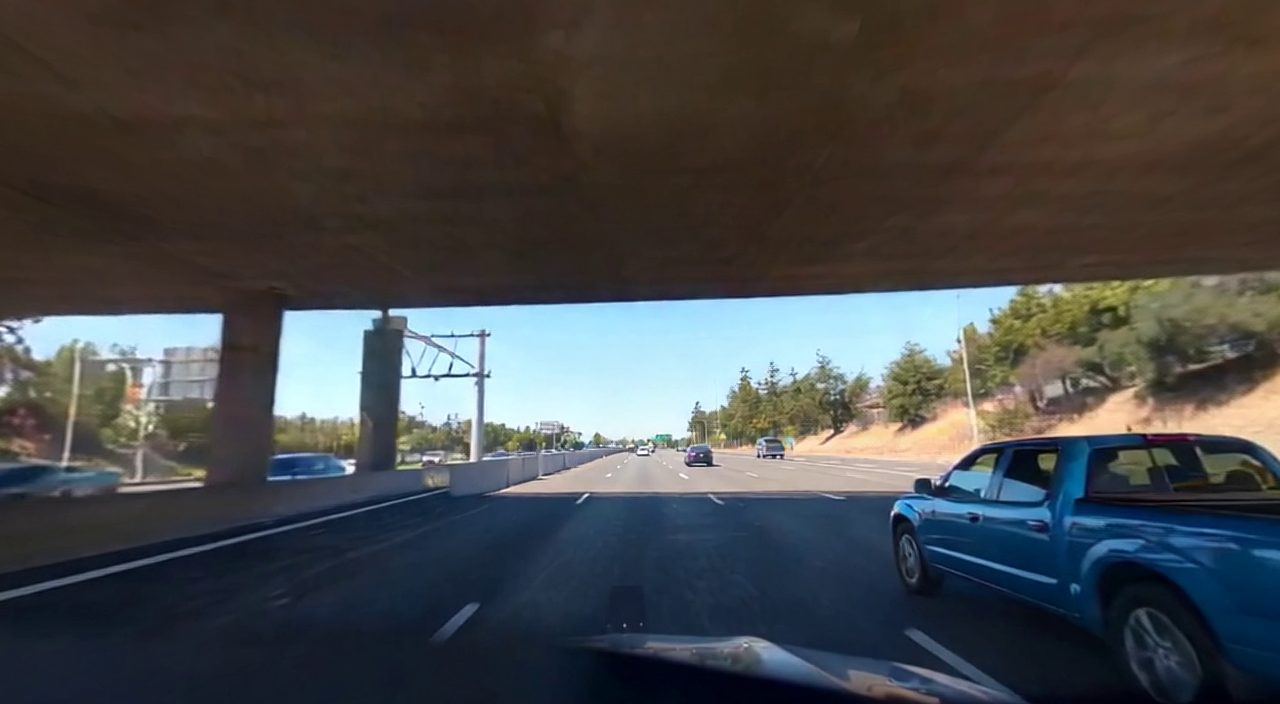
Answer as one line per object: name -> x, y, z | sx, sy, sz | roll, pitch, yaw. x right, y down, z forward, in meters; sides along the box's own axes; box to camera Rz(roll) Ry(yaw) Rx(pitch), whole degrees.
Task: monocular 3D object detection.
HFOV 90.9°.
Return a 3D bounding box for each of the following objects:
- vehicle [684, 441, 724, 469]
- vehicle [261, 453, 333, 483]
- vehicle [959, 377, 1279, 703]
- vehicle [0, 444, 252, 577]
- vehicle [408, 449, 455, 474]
vehicle -> 3.934, 6.388, 39.367 | 2.014, 1.643, 4.039 | 0, -8, -1
vehicle -> -22.045, 7.441, 40.774 | 1.958, 1.738, 4.621 | 0, -8, 1
vehicle -> 3.240, 0.805, 1.839 | 2.119, 1.524, 4.807 | 0, -8, 0
vehicle -> -8.052, 2.131, 9.359 | 1.920, 1.491, 4.155 | 0, -8, 0
vehicle -> -15.182, 7.967, 46.146 | 1.923, 1.659, 4.334 | 0, -8, 1
